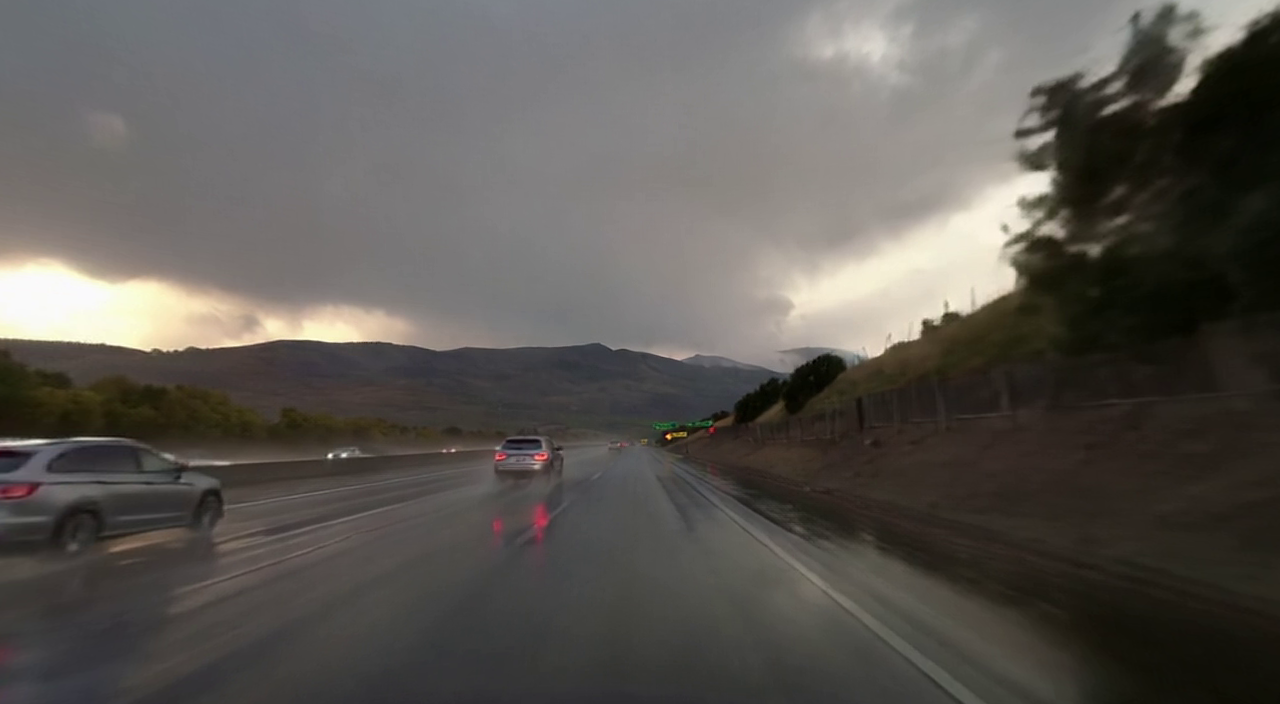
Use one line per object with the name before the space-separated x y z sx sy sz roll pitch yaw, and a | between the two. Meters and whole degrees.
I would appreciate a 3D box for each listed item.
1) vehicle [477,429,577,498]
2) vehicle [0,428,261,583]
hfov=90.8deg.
vehicle | -3.182 3.256 18.846 2.029 1.753 4.718 0 -8 1
vehicle | -7.273 1.803 8.166 1.930 1.508 4.567 0 -8 0
